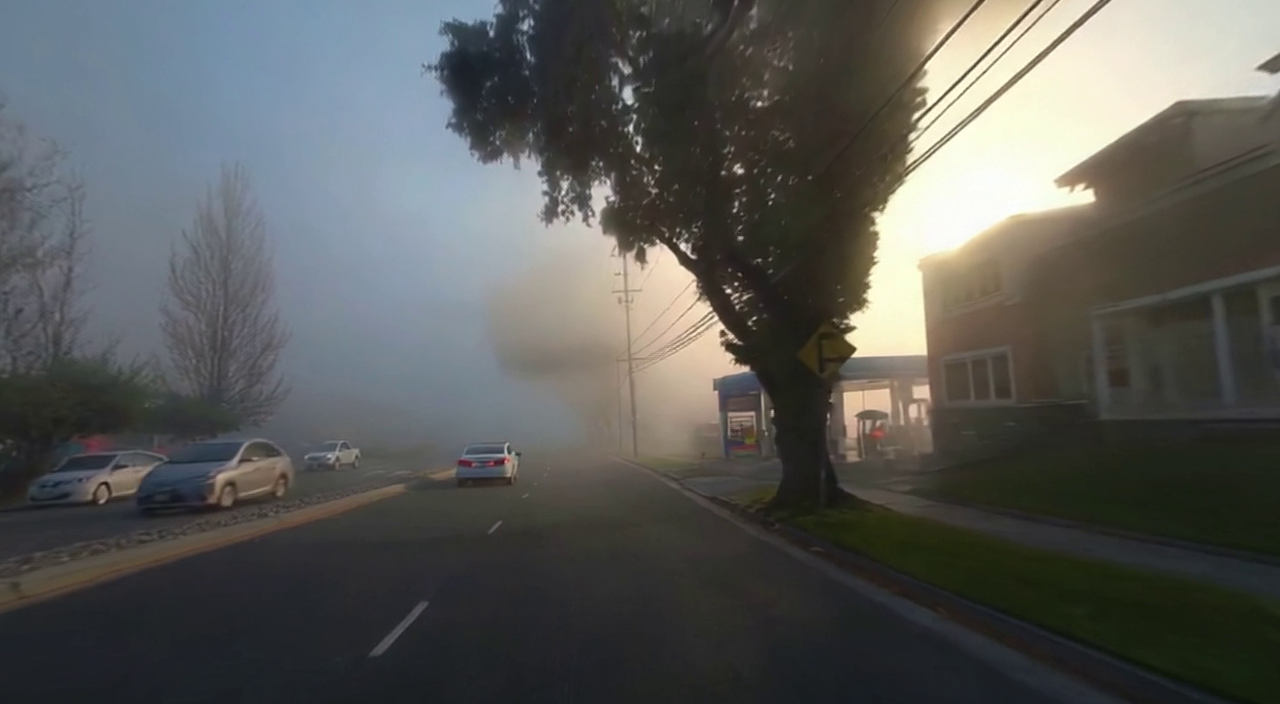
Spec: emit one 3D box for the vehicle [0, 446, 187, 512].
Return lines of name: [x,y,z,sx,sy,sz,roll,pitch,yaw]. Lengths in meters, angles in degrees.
vehicle: [-17.292,3.945,20.253,2.276,1.760,4.779,0,-8,-6]

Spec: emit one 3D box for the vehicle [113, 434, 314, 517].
vehicle: [-9.932,2.850,15.249,2.129,1.655,4.442,1,-8,-7]

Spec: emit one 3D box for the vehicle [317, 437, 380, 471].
vehicle: [-19.938,6.939,43.396,2.353,2.144,4.847,0,-8,-5]

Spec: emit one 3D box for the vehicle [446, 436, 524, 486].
vehicle: [-5.188,3.665,21.621,2.073,1.525,3.968,1,-8,-7]
